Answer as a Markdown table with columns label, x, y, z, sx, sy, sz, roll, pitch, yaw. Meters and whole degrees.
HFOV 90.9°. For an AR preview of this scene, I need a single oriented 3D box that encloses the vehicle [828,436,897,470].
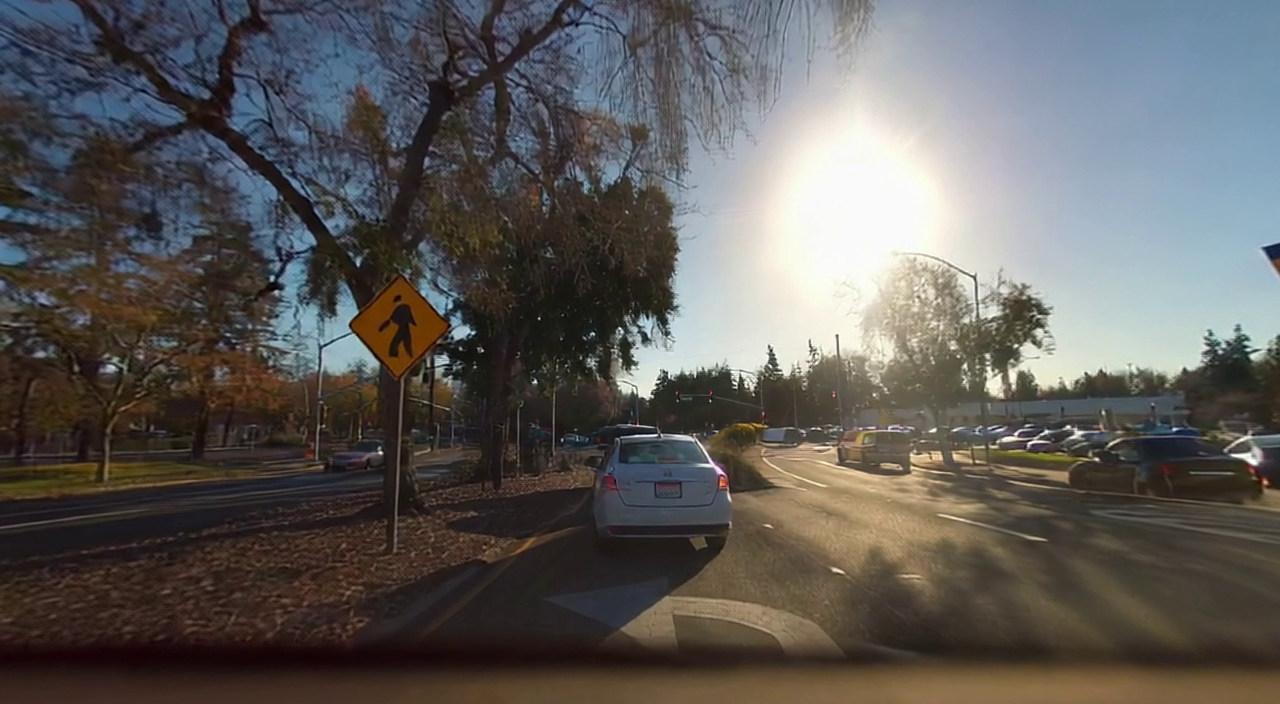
| label | x | y | z | sx | sy | sz | roll | pitch | yaw |
| --- | --- | --- | --- | --- | --- | --- | --- | --- | --- |
| vehicle | 11.173 | 5.091 | 31.999 | 1.846 | 1.595 | 4.409 | 0 | -9 | -1 |

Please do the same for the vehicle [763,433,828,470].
| label | x | y | z | sx | sy | sz | roll | pitch | yaw |
| --- | --- | --- | --- | --- | --- | --- | --- | --- | --- |
| vehicle | 7.695 | 4.954 | 31.596 | 1.991 | 1.695 | 4.357 | 0 | -9 | -2 |

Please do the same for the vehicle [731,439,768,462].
| label | x | y | z | sx | sy | sz | roll | pitch | yaw |
| --- | --- | --- | --- | --- | --- | --- | --- | --- | --- |
| vehicle | 7.275 | 6.595 | 42.256 | 1.716 | 1.400 | 3.921 | 0 | -9 | -1 |

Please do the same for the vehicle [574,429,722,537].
| label | x | y | z | sx | sy | sz | roll | pitch | yaw |
| --- | --- | --- | --- | --- | --- | --- | --- | --- | --- |
| vehicle | 0.073 | 2.127 | 10.822 | 2.032 | 1.461 | 4.173 | 0 | -9 | -1 |

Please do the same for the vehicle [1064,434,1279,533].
| label | x | y | z | sx | sy | sz | roll | pitch | yaw |
| --- | --- | --- | --- | --- | --- | --- | --- | --- | --- |
| vehicle | 10.596 | 2.345 | 11.918 | 1.880 | 1.472 | 4.694 | 0 | -9 | 0 |

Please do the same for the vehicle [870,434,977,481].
| label | x | y | z | sx | sy | sz | roll | pitch | yaw |
| --- | --- | --- | --- | --- | --- | --- | --- | --- | --- |
| vehicle | 10.680 | 4.009 | 24.193 | 1.976 | 1.584 | 4.516 | 0 | -9 | 0 |
